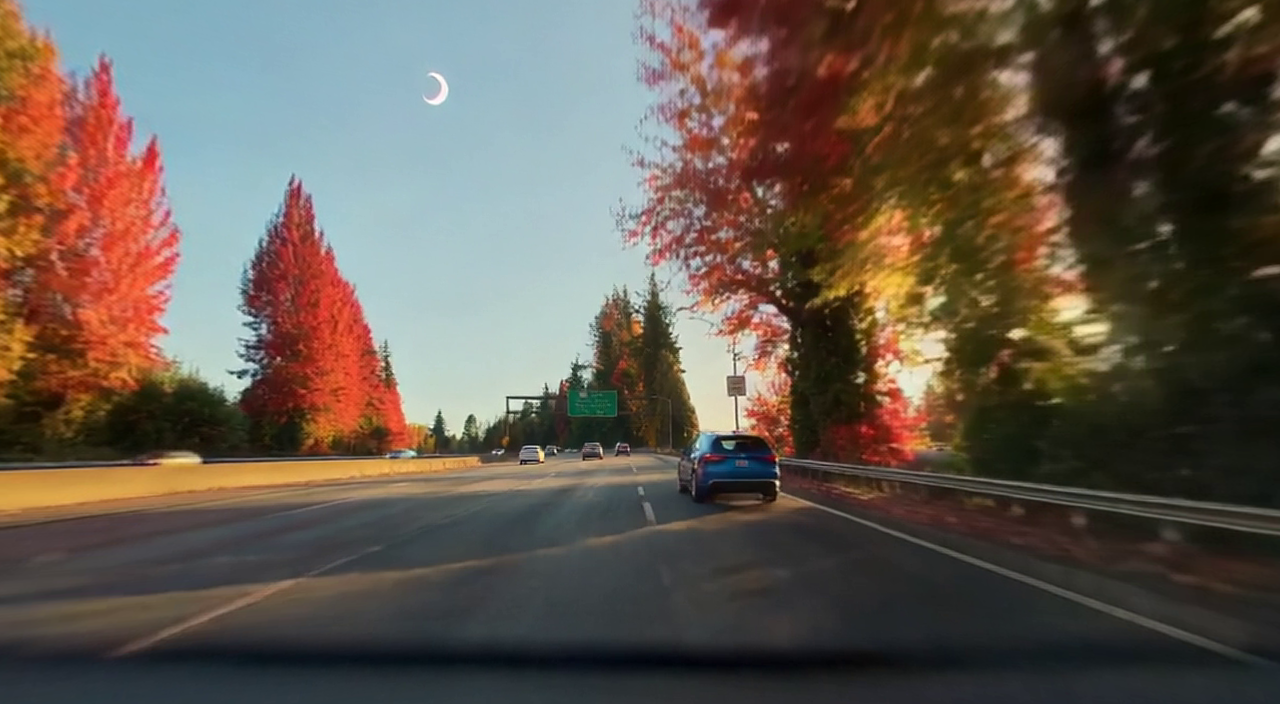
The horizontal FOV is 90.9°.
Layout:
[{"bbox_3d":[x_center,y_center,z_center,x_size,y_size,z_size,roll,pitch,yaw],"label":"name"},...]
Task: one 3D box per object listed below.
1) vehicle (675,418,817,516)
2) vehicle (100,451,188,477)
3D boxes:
[{"bbox_3d":[1.994,2.348,13.292,2.120,1.706,4.226,1,-8,-2],"label":"vehicle"},{"bbox_3d":[-31.379,7.077,40.098,1.855,1.492,4.685,0,-8,-1],"label":"vehicle"}]
